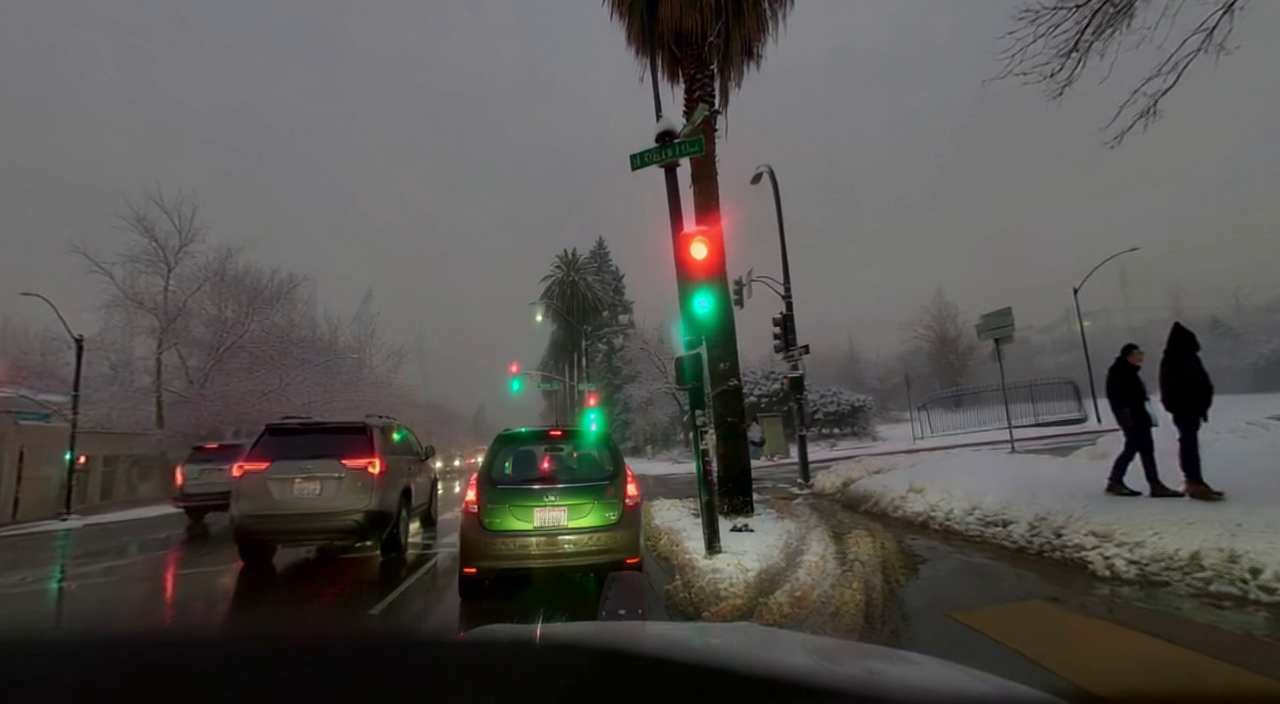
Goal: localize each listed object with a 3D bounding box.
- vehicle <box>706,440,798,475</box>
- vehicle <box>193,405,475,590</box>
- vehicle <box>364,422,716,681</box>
[{"bbox_3d":[5.453,5.148,30.967,3.987,1.636,1.903,2,-8,-14],"label":"vehicle"},{"bbox_3d":[-3.719,1.825,8.826,2.098,1.851,4.571,1,-9,-7],"label":"vehicle"},{"bbox_3d":[-0.867,1.484,5.954,2.065,1.467,4.289,1,-9,-8],"label":"vehicle"}]
